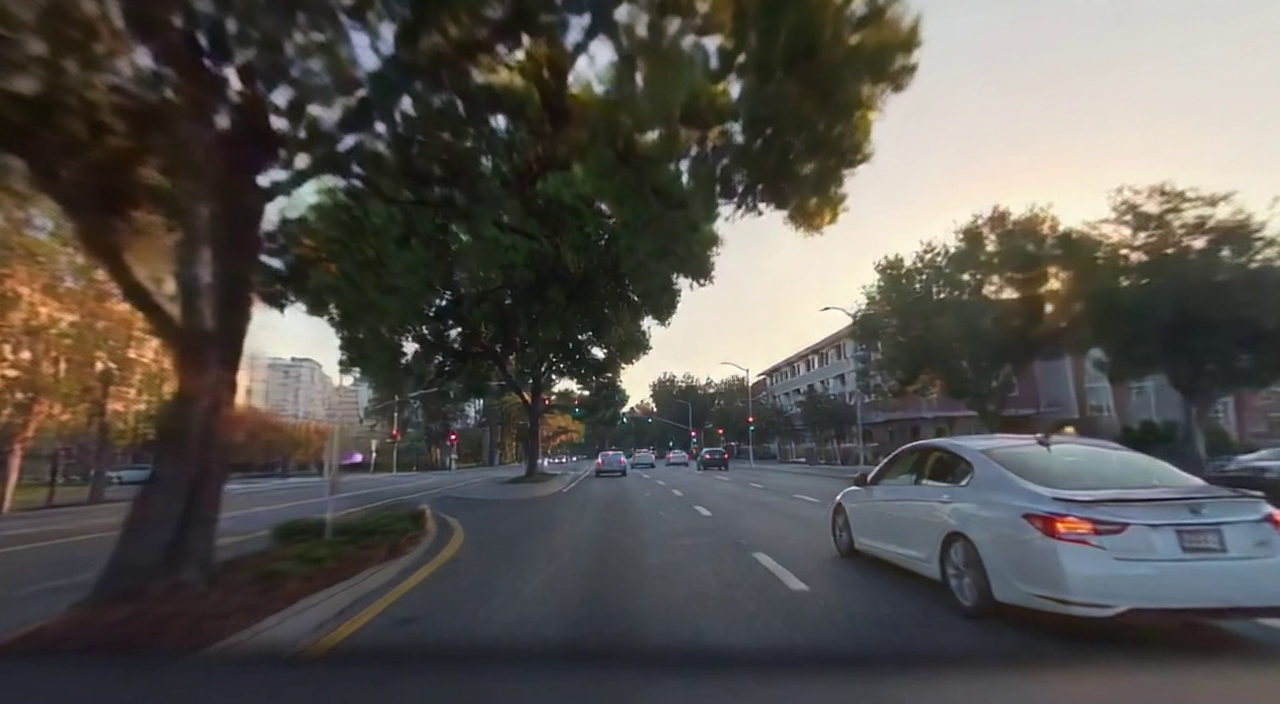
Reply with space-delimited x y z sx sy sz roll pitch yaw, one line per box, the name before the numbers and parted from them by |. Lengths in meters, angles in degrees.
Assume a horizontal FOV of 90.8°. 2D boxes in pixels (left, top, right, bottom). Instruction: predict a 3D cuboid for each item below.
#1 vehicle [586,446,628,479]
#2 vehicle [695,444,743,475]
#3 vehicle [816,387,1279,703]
vehicle | -1.798 5.859 33.676 2.101 1.641 4.341 0 -9 -4
vehicle | 5.131 7.080 41.801 2.052 1.886 5.297 0 -9 -5
vehicle | 3.288 1.387 5.742 1.893 1.664 4.670 0 -9 -2
